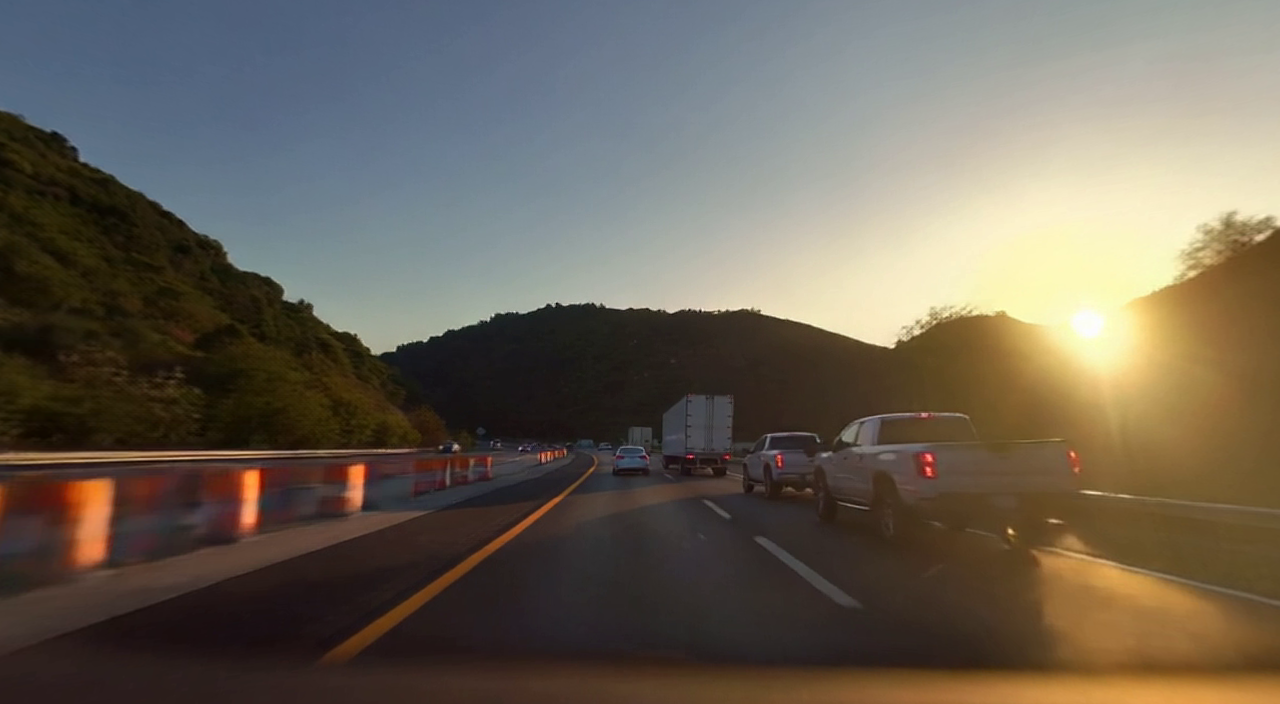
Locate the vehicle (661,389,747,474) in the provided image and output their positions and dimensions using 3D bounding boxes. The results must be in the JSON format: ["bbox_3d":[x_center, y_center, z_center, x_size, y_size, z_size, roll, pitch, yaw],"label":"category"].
[{"bbox_3d":[3.310,4.968,37.851,2.911,4.099,14.578,0,-9,-3],"label":"vehicle"}]

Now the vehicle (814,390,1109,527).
[{"bbox_3d":[4.050,1.481,8.964,1.873,1.465,4.264,0,-9,-1],"label":"vehicle"}]

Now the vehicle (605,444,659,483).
[{"bbox_3d":[-0.363,4.531,25.875,2.029,1.437,3.794,0,-9,-2],"label":"vehicle"}]

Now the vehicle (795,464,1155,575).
[{"bbox_3d":[3.987,2.141,8.972,2.129,0.956,5.390,0,-9,-1],"label":"vehicle"}]
